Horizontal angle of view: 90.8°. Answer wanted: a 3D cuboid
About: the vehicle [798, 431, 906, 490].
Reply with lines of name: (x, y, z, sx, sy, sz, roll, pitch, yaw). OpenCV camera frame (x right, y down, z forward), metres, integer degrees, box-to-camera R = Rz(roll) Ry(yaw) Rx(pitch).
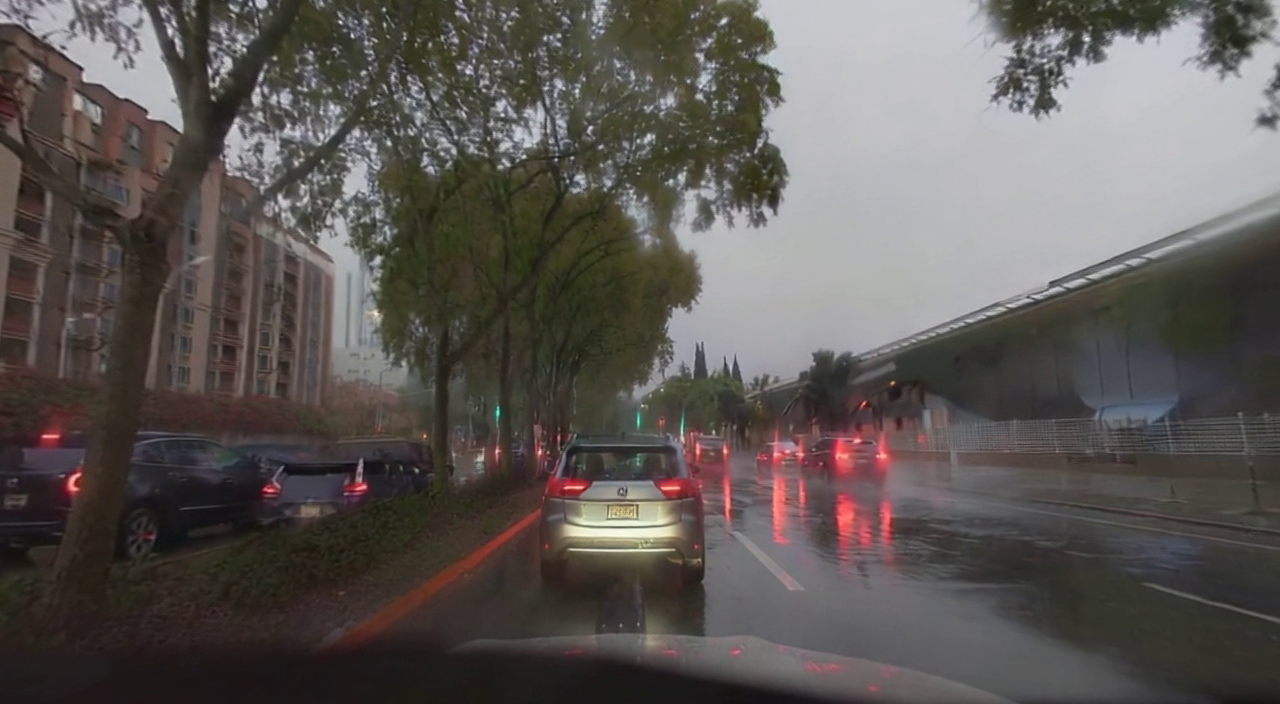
vehicle: (6.409, 3.323, 19.612, 1.895, 1.633, 4.030, 0, -9, -1)

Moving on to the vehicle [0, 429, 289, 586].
vehicle: (-6.934, 1.853, 8.439, 1.860, 1.491, 4.586, 0, -9, 0)

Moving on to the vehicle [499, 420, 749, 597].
vehicle: (-0.170, 1.673, 7.633, 2.161, 1.501, 4.184, 0, -9, -1)

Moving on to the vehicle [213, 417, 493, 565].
vehicle: (-3.719, 1.876, 9.283, 2.009, 1.619, 4.376, 0, -9, 1)

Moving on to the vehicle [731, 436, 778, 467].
vehicle: (6.617, 5.804, 36.799, 1.889, 1.681, 4.120, 0, -9, -1)
